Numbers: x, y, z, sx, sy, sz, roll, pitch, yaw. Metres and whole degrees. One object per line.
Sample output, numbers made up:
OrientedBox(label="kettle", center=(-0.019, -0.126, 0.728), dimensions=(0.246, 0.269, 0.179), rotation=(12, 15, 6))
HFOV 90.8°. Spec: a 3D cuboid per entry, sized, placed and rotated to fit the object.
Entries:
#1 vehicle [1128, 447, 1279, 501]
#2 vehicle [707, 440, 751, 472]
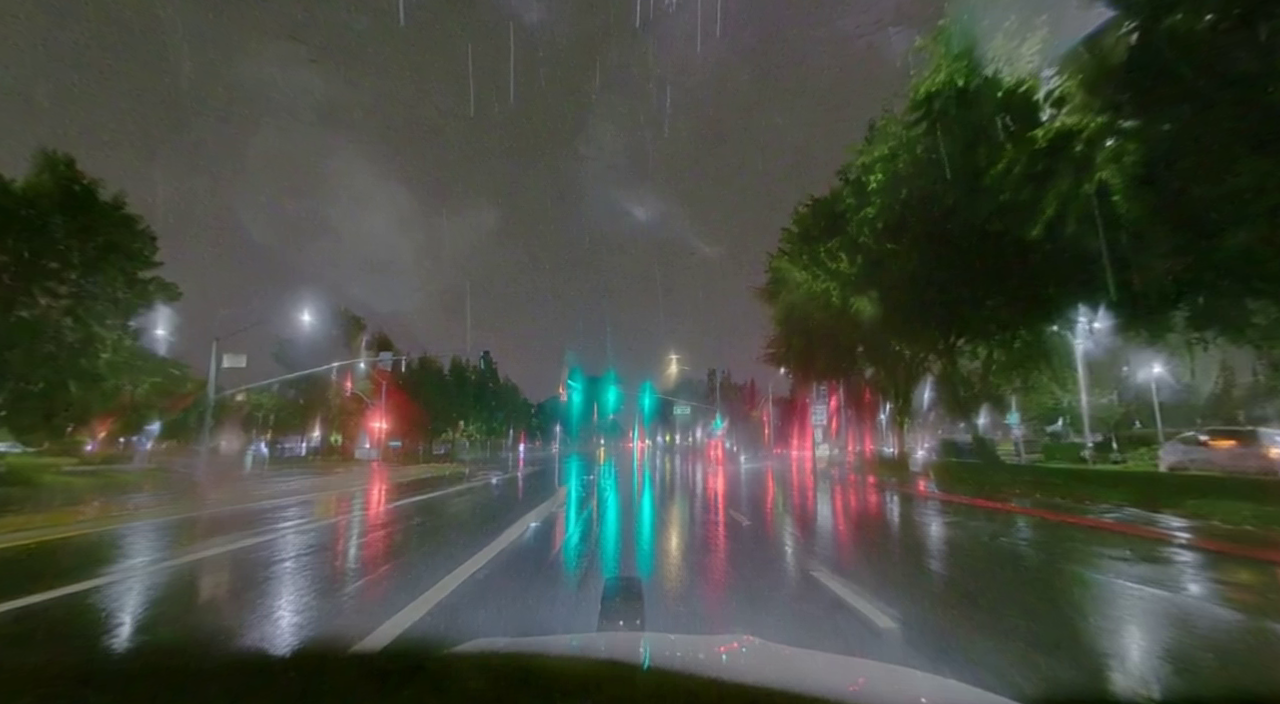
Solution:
OrientedBox(label="vehicle", center=(16.332, 3.411, 17.940), dimensions=(3.631, 1.372, 1.825), rotation=(-8, -12, 43))
OrientedBox(label="vehicle", center=(5.127, 5.952, 36.519), dimensions=(2.289, 1.503, 4.595), rotation=(3, -7, 8))
